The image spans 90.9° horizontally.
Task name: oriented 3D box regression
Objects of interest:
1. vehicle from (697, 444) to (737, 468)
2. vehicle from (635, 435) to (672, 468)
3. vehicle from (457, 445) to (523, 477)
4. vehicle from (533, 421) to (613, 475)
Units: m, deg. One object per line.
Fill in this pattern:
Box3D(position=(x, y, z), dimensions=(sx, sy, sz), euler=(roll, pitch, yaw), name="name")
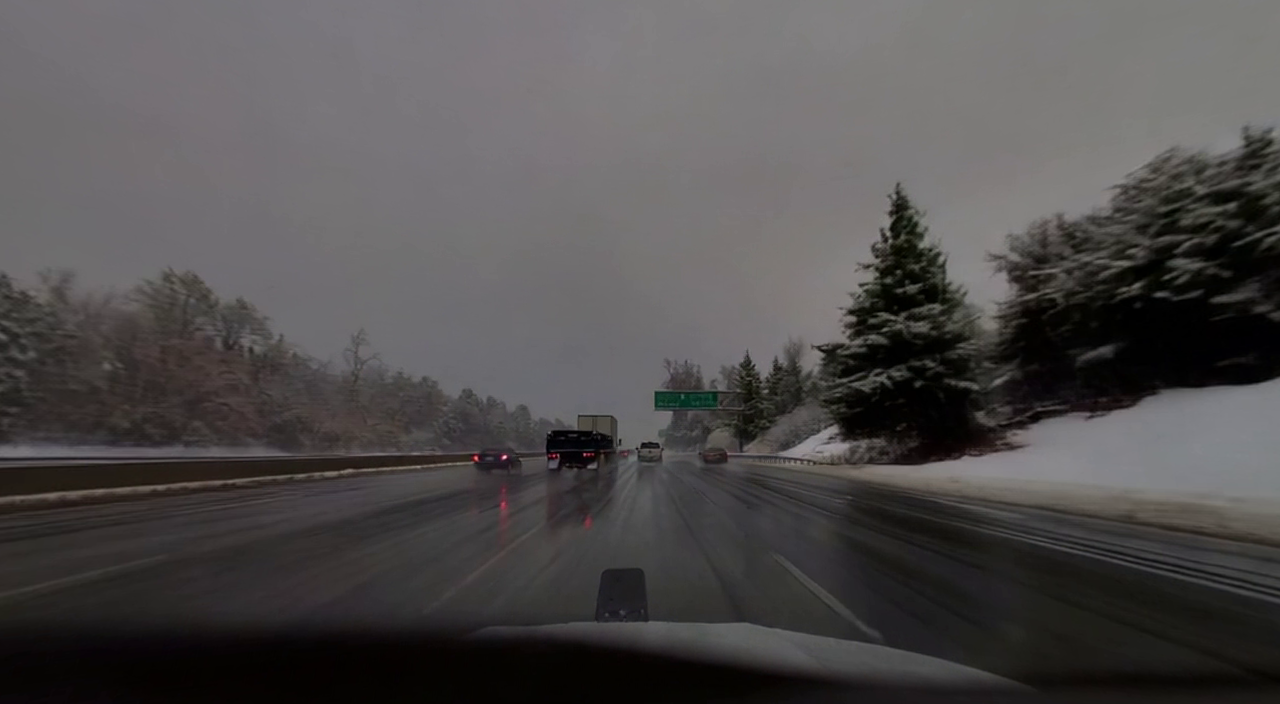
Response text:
Box3D(position=(4.880, 6.668, 40.613), dimensions=(1.993, 1.474, 4.230), euler=(0, -8, 0), name="vehicle")
Box3D(position=(0.845, 6.604, 42.010), dimensions=(2.309, 2.023, 5.130), euler=(0, -8, 1), name="vehicle")
Box3D(position=(-7.193, 5.243, 30.688), dimensions=(1.965, 1.437, 4.592), euler=(0, -8, 2), name="vehicle")
Box3D(position=(-3.354, 5.539, 36.667), dimensions=(2.854, 2.379, 16.653), euler=(0, -8, 0), name="vehicle")
